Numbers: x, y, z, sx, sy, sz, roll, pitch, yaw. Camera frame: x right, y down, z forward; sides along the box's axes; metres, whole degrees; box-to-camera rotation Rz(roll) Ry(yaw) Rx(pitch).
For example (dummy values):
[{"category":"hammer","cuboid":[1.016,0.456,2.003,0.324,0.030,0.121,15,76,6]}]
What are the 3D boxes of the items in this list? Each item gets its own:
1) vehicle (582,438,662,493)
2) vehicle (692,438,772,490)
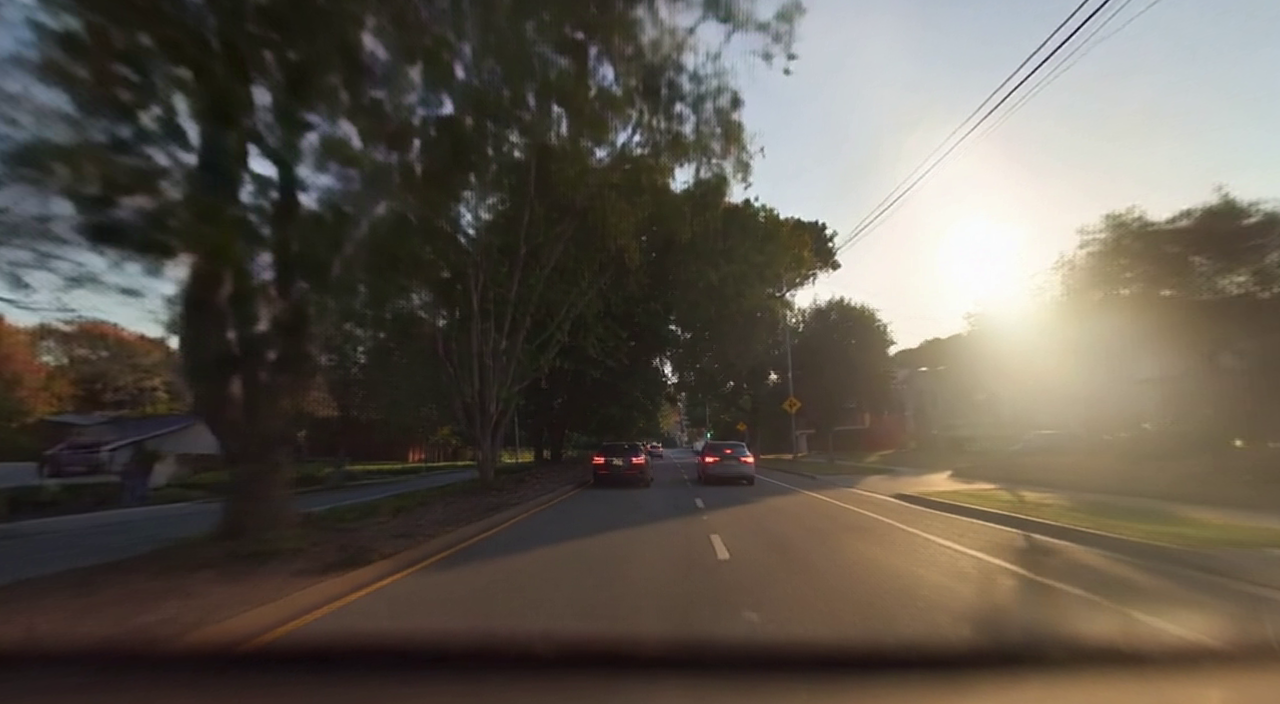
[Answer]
[{"category":"vehicle","cuboid":[-0.416,3.379,19.166,2.030,1.467,4.403,-1,-8,3]},{"category":"vehicle","cuboid":[2.828,3.532,20.208,2.065,1.456,4.099,0,-8,2]}]
